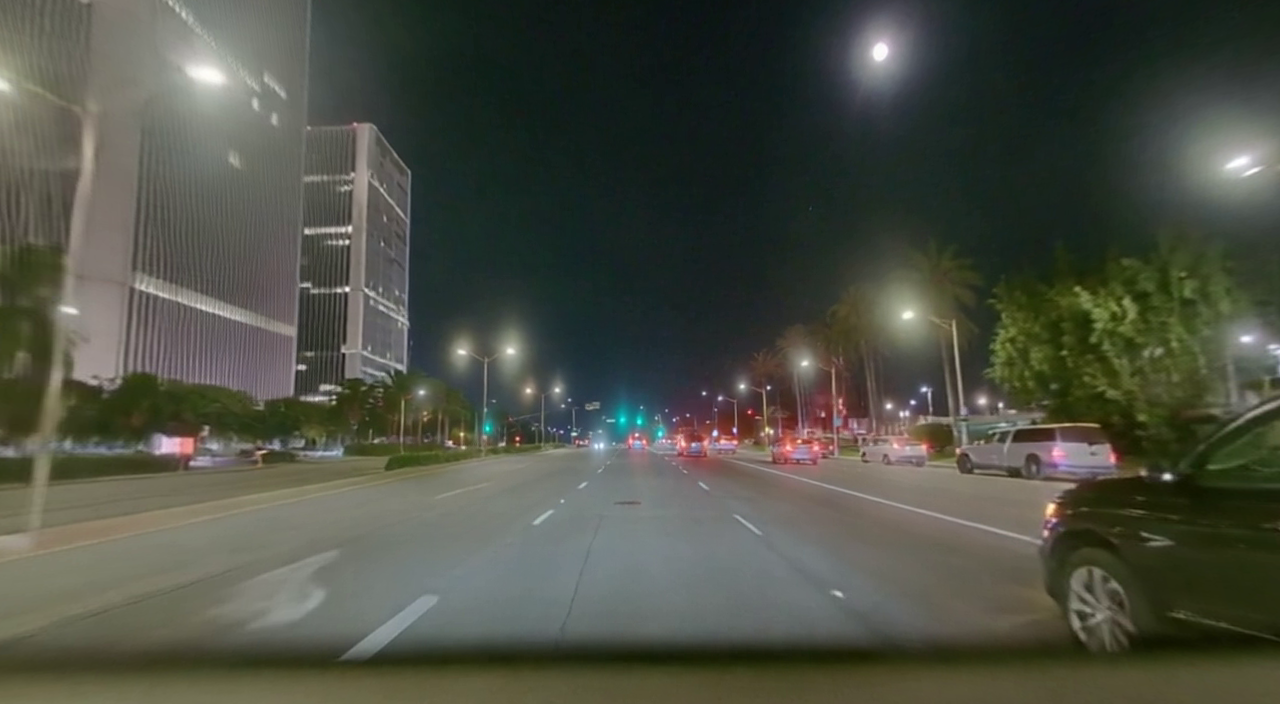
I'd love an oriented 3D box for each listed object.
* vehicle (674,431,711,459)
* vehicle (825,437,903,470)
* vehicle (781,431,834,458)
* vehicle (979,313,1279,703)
[{"bbox_3d":[3.779,6.822,46.303,2.104,1.910,4.693,0,-9,-2],"label":"vehicle"},{"bbox_3d":[10.654,4.889,30.431,1.871,1.465,4.395,0,-9,-4],"label":"vehicle"},{"bbox_3d":[12.702,7.127,48.277,2.157,1.937,5.386,0,-9,-5],"label":"vehicle"},{"bbox_3d":[3.552,0.689,2.009,2.219,1.795,4.718,0,-9,-1],"label":"vehicle"}]
